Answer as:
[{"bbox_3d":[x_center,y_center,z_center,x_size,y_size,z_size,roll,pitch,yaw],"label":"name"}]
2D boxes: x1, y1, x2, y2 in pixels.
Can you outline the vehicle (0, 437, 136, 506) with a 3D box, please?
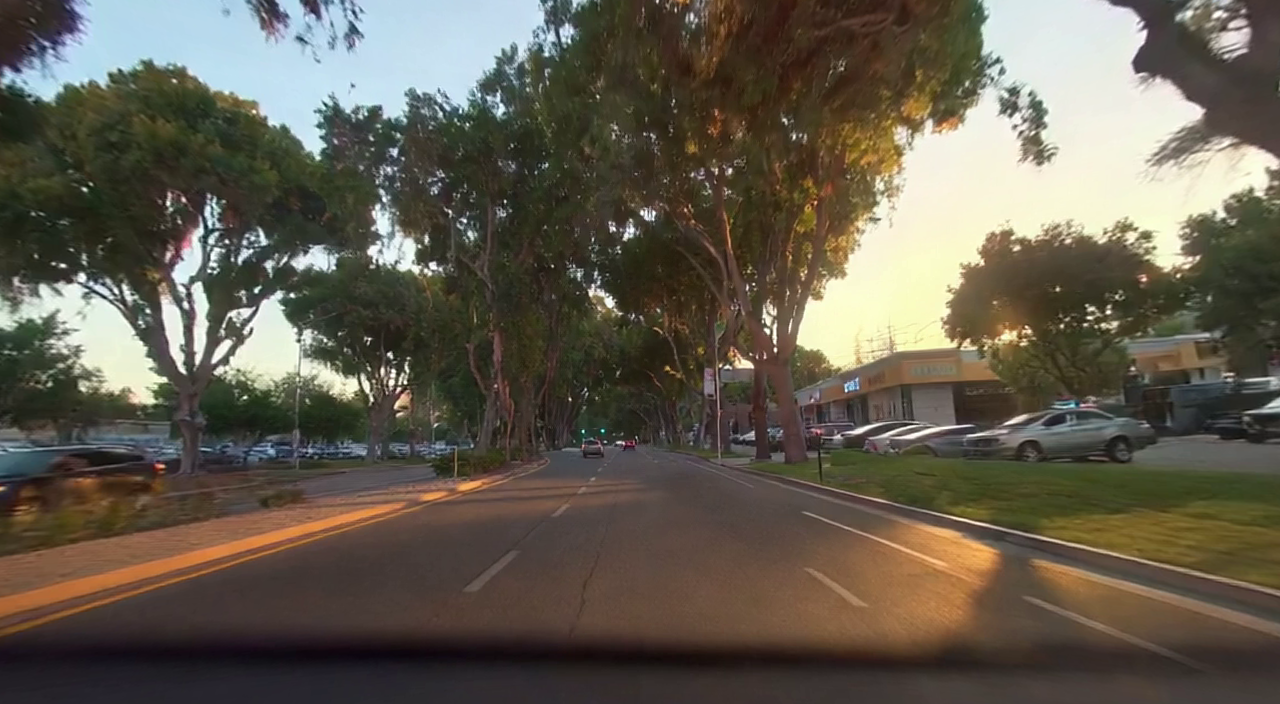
[{"bbox_3d":[-15.804,3.000,16.193,1.964,1.575,4.630,0,-8,-2],"label":"vehicle"}]
